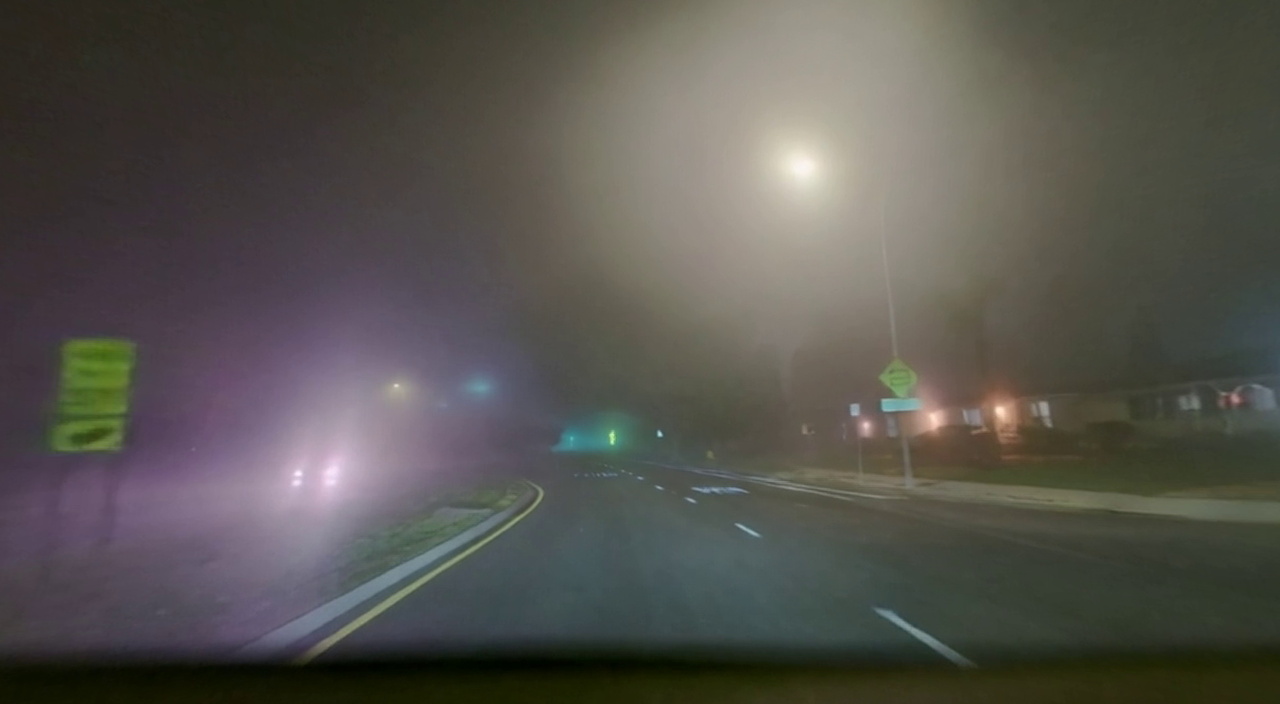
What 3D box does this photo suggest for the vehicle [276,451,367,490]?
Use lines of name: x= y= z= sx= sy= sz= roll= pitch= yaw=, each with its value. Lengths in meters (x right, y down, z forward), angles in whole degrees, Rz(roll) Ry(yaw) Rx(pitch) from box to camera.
vehicle: x=-13.733 y=5.110 z=27.537 sx=1.965 sy=1.492 sz=4.498 roll=0 pitch=-8 yaw=-5
